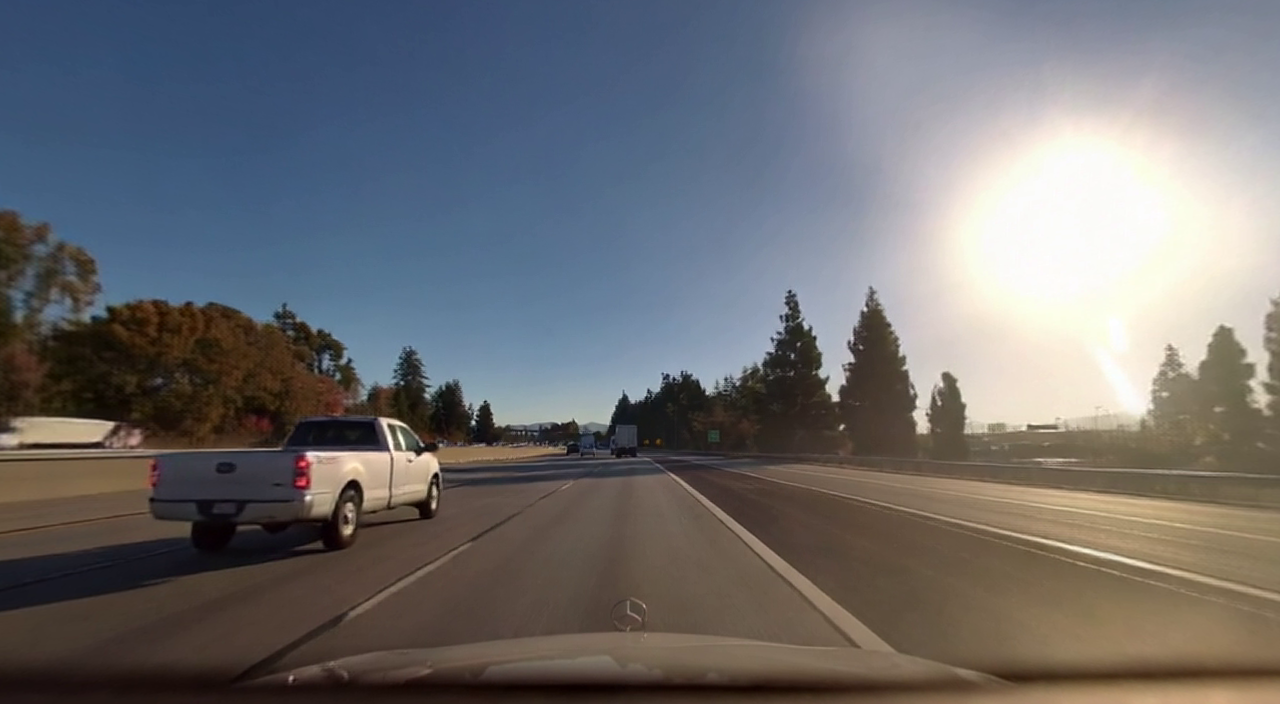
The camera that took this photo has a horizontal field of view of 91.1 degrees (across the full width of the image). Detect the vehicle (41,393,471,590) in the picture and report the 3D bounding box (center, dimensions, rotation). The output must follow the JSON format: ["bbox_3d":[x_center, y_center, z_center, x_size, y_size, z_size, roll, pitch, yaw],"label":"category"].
[{"bbox_3d":[-4.100,1.606,8.186,2.316,1.731,5.126,0,-8,1],"label":"vehicle"}]
